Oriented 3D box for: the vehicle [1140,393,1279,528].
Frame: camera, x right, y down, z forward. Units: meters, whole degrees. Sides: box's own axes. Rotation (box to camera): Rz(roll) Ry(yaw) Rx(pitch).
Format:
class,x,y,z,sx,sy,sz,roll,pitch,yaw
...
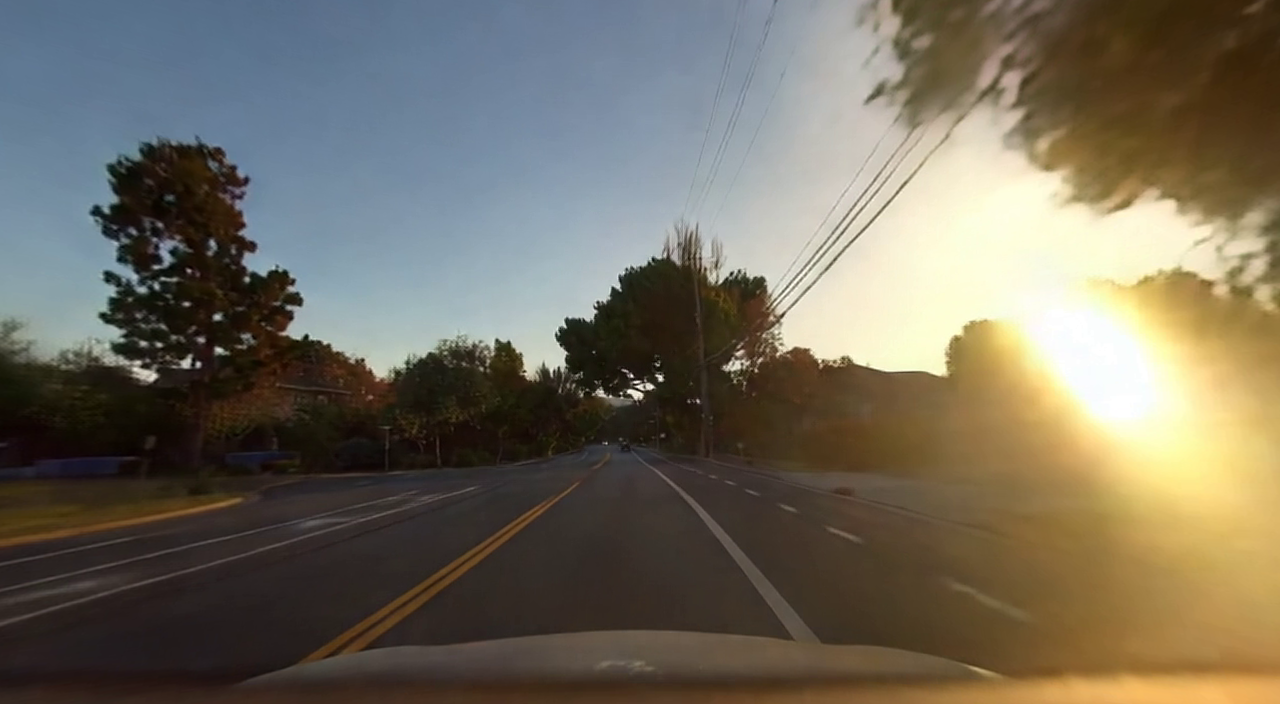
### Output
class,x,y,z,sx,sy,sz,roll,pitch,yaw
vehicle,11.301,1.683,10.236,4.382,1.963,2.148,-1,-7,3
